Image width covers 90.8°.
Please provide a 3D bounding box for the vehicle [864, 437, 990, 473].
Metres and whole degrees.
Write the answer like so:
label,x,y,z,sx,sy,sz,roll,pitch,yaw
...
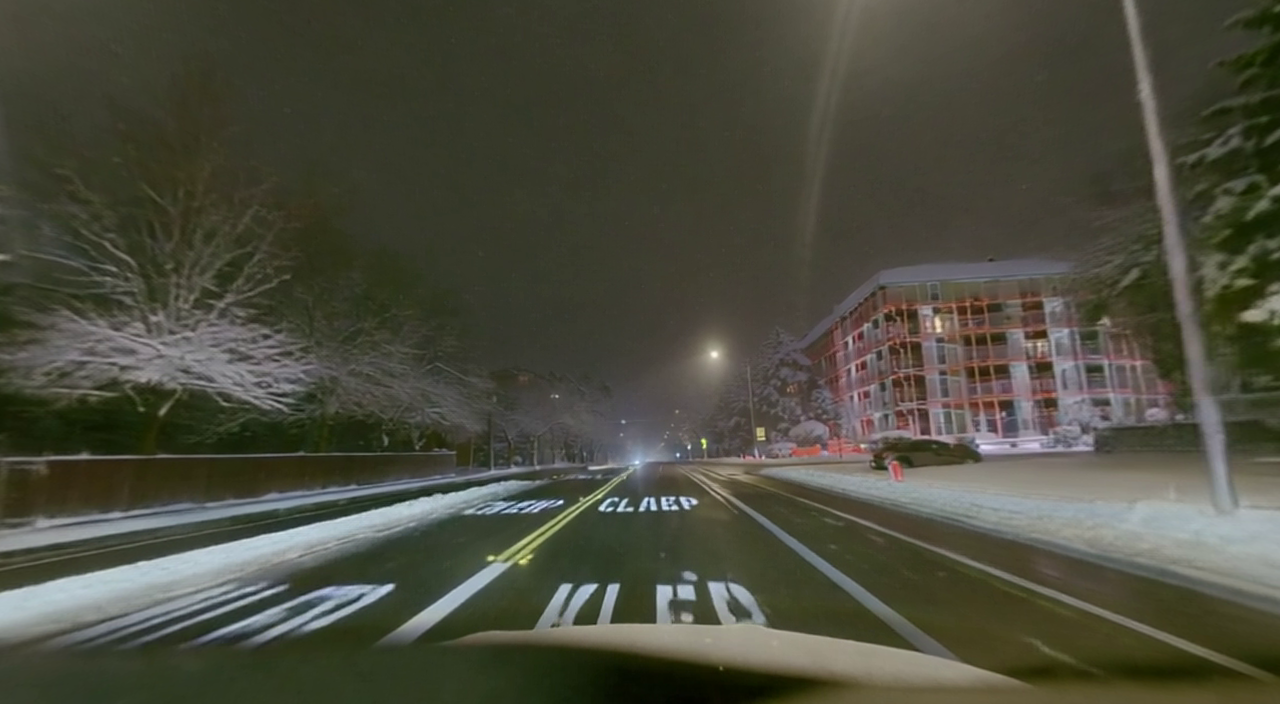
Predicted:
label,x,y,z,sx,sy,sz,roll,pitch,yaw
vehicle,11.680,4.225,25.977,4.251,1.418,1.896,0,-9,3
